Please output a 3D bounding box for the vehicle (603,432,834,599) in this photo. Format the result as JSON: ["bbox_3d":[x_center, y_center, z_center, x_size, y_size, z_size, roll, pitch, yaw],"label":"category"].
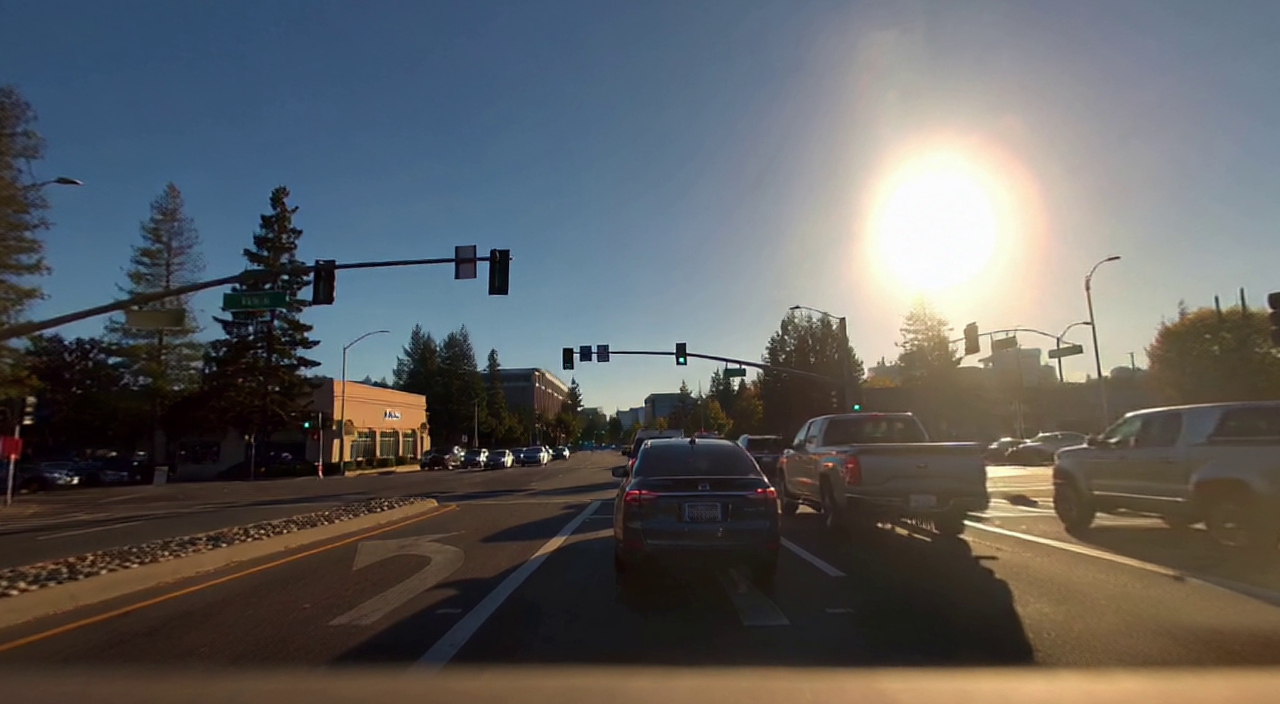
[{"bbox_3d":[0.610,1.716,7.494,2.038,1.447,3.756,0,-8,-3],"label":"vehicle"}]

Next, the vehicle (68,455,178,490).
[{"bbox_3d":[-29.085,6.739,35.562,4.789,1.828,2.025,-2,-9,10],"label":"vehicle"}]

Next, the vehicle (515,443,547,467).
[{"bbox_3d":[-8.553,8.087,49.740,1.904,1.789,4.021,0,-8,-1],"label":"vehicle"}]

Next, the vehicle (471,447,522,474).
[{"bbox_3d":[-8.304,6.319,36.899,2.002,1.469,4.301,0,-8,-1],"label":"vehicle"}]

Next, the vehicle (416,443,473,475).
[{"bbox_3d":[-11.940,6.531,38.842,1.991,1.844,4.393,0,-8,1],"label":"vehicle"}]

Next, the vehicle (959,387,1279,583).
[{"bbox_3d":[7.270,1.756,9.234,2.323,2.009,5.266,0,-8,-1],"label":"vehicle"}]

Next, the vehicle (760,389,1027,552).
[{"bbox_3d":[3.834,1.941,10.992,2.358,2.116,5.328,0,-8,-1],"label":"vehicle"}]
